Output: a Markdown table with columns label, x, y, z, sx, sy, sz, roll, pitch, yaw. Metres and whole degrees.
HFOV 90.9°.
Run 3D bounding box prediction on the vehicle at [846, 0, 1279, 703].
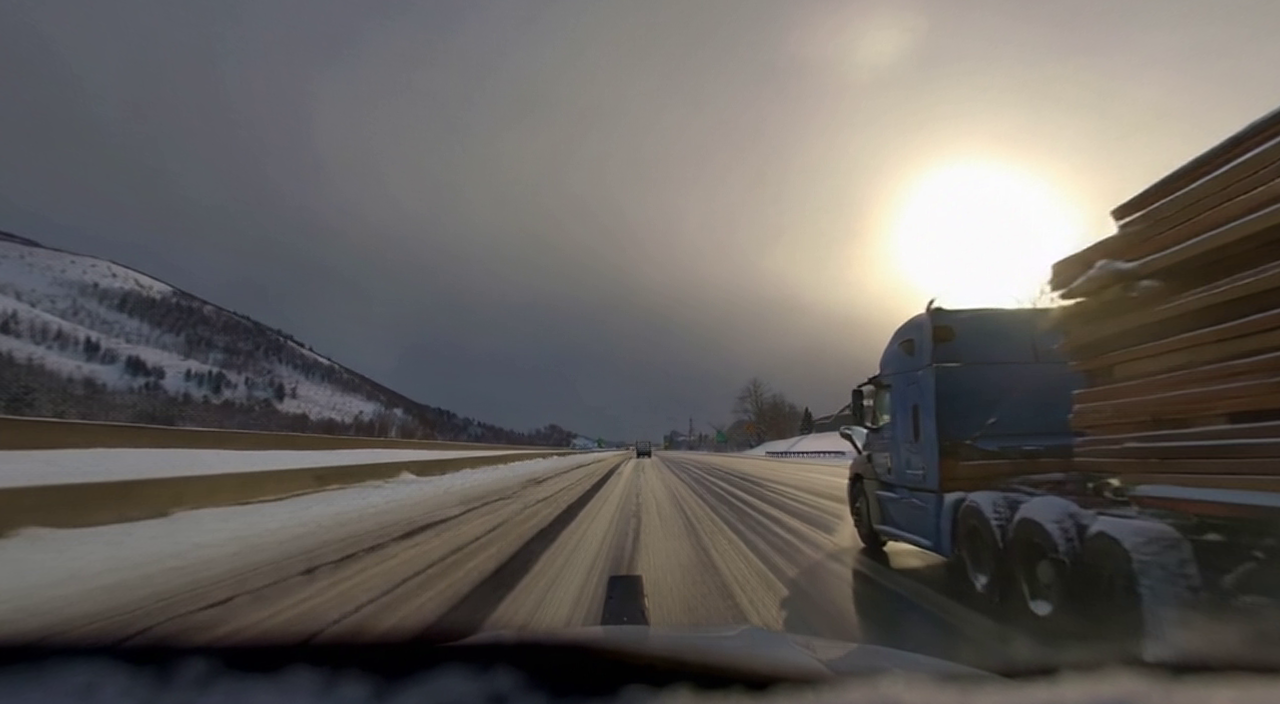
| label | x | y | z | sx | sy | sz | roll | pitch | yaw |
| --- | --- | --- | --- | --- | --- | --- | --- | --- | --- |
| vehicle | 3.916 | 0.093 | 1.426 | 3.326 | 3.089 | 10.642 | 0 | -9 | 0 |
